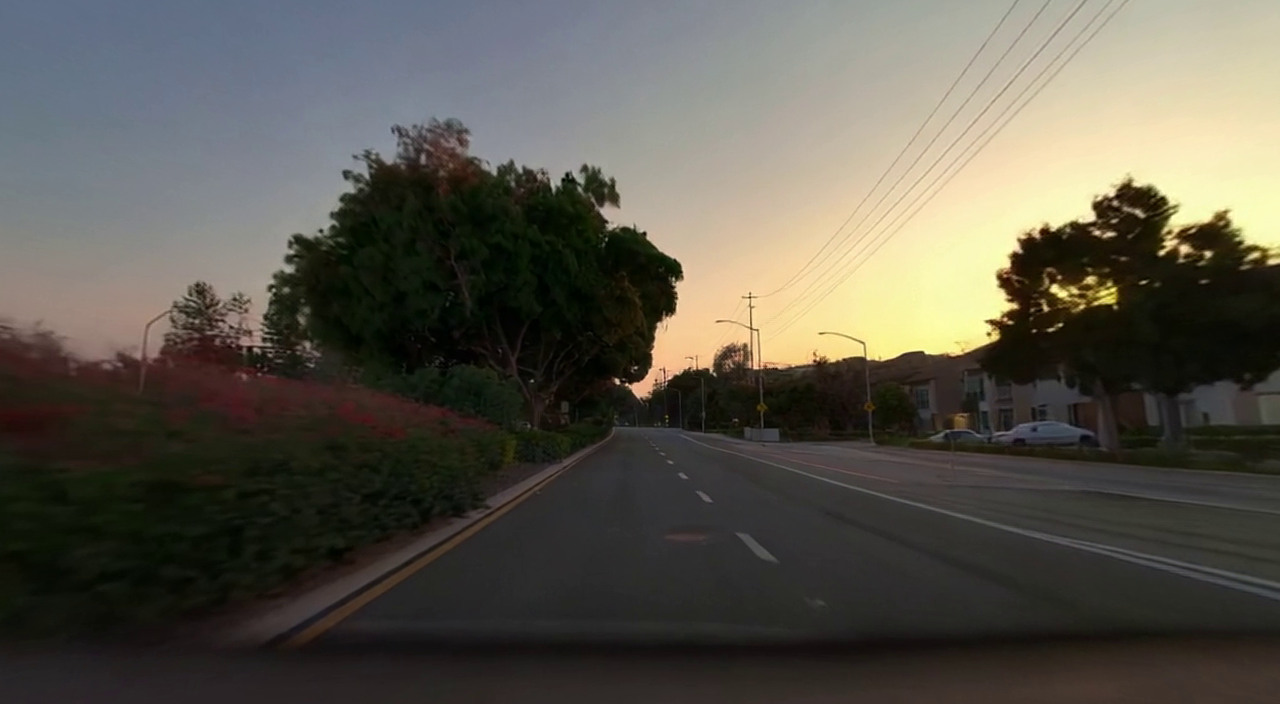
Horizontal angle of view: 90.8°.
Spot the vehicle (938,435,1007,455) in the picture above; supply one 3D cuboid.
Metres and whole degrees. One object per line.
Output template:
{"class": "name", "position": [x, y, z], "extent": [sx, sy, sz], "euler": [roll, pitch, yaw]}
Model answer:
{"class": "vehicle", "position": [24.838, 6.943, 47.238], "extent": [4.140, 1.416, 1.767], "euler": [0, -8, -1]}

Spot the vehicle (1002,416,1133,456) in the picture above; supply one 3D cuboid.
{"class": "vehicle", "position": [24.496, 4.870, 36.427], "extent": [5.603, 2.179, 2.440], "euler": [-1, -8, 5]}
